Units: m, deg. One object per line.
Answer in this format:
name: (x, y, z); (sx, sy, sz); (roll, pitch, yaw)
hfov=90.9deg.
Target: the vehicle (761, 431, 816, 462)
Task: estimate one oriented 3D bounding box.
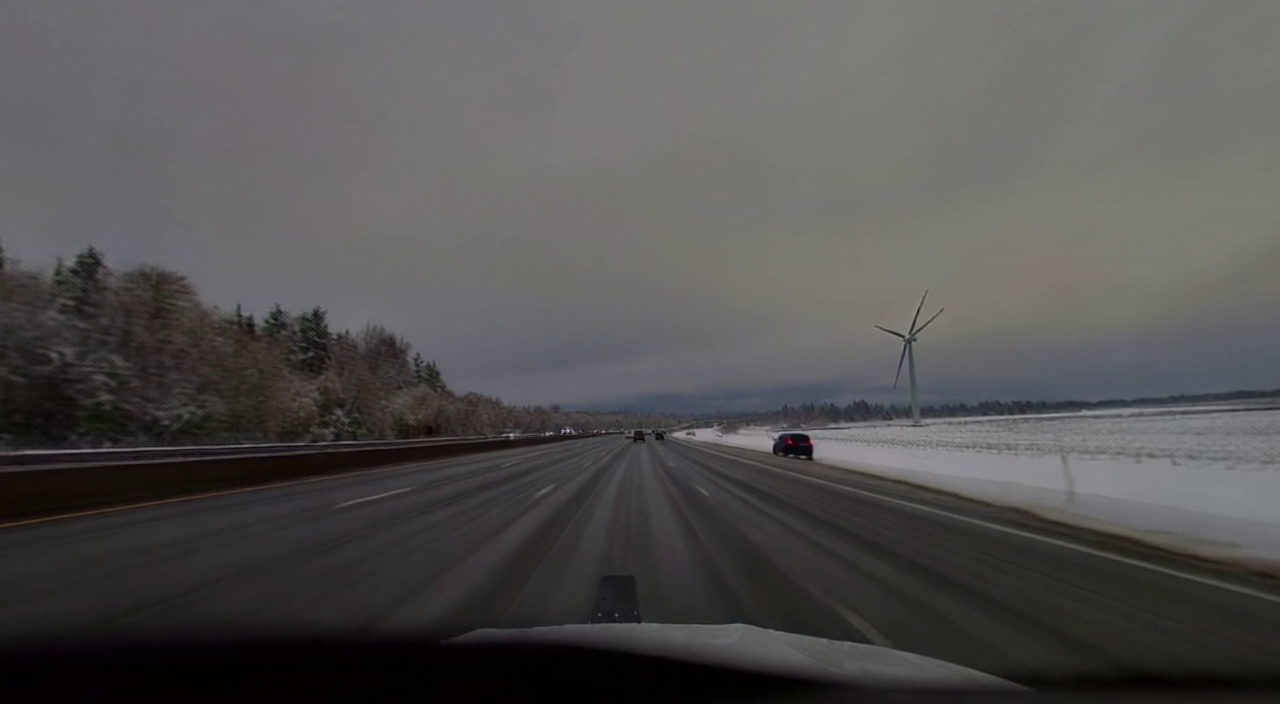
vehicle: (7.843, 5.017, 33.602); (1.926, 1.559, 2.968); (1, -8, -6)
